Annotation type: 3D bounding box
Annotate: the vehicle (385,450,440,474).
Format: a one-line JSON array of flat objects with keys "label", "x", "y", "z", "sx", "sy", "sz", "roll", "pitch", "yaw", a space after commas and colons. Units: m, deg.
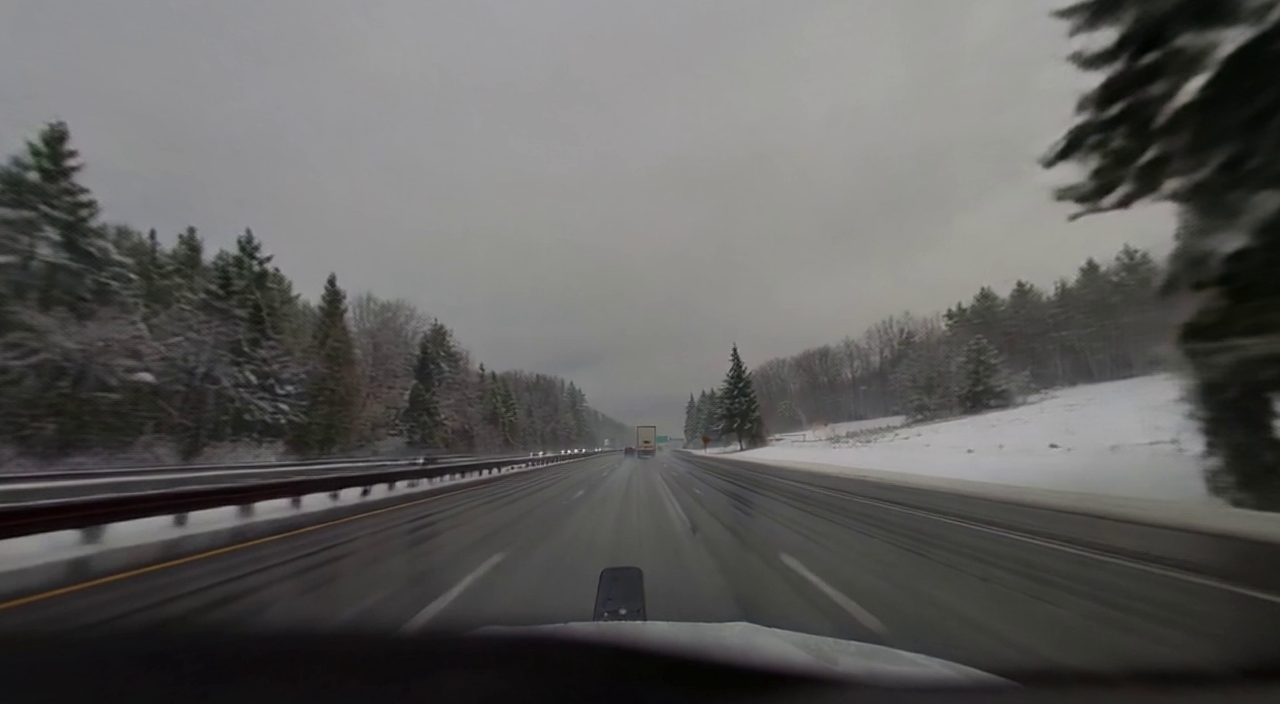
[{"label": "vehicle", "x": -15.305, "y": 7.407, "z": 42.680, "sx": 1.831, "sy": 1.502, "sz": 4.883, "roll": 0, "pitch": -9, "yaw": 1}]
